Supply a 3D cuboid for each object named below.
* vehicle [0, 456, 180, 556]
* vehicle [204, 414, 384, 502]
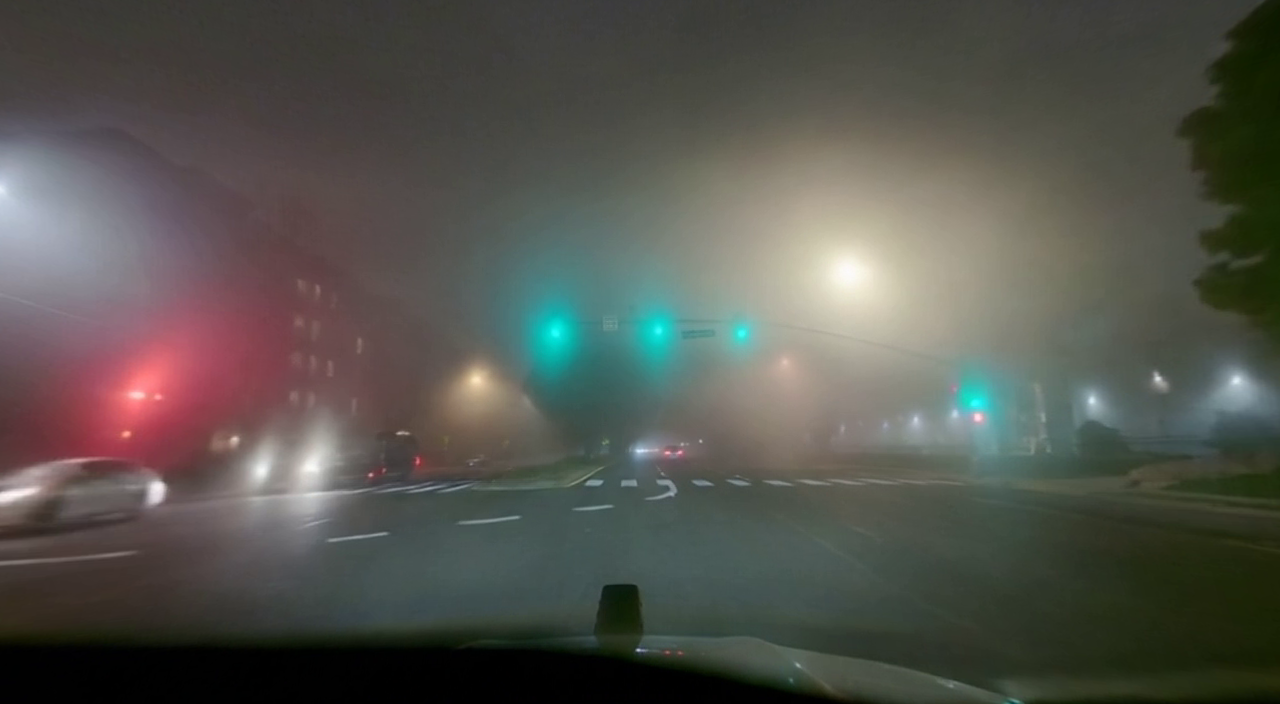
[{"bbox_3d":[-12.302,3.048,13.153,2.030,1.702,4.488,0,-9,0],"label":"vehicle"},{"bbox_3d":[-15.696,4.958,29.990,3.028,3.424,9.908,0,-9,-1],"label":"vehicle"}]
